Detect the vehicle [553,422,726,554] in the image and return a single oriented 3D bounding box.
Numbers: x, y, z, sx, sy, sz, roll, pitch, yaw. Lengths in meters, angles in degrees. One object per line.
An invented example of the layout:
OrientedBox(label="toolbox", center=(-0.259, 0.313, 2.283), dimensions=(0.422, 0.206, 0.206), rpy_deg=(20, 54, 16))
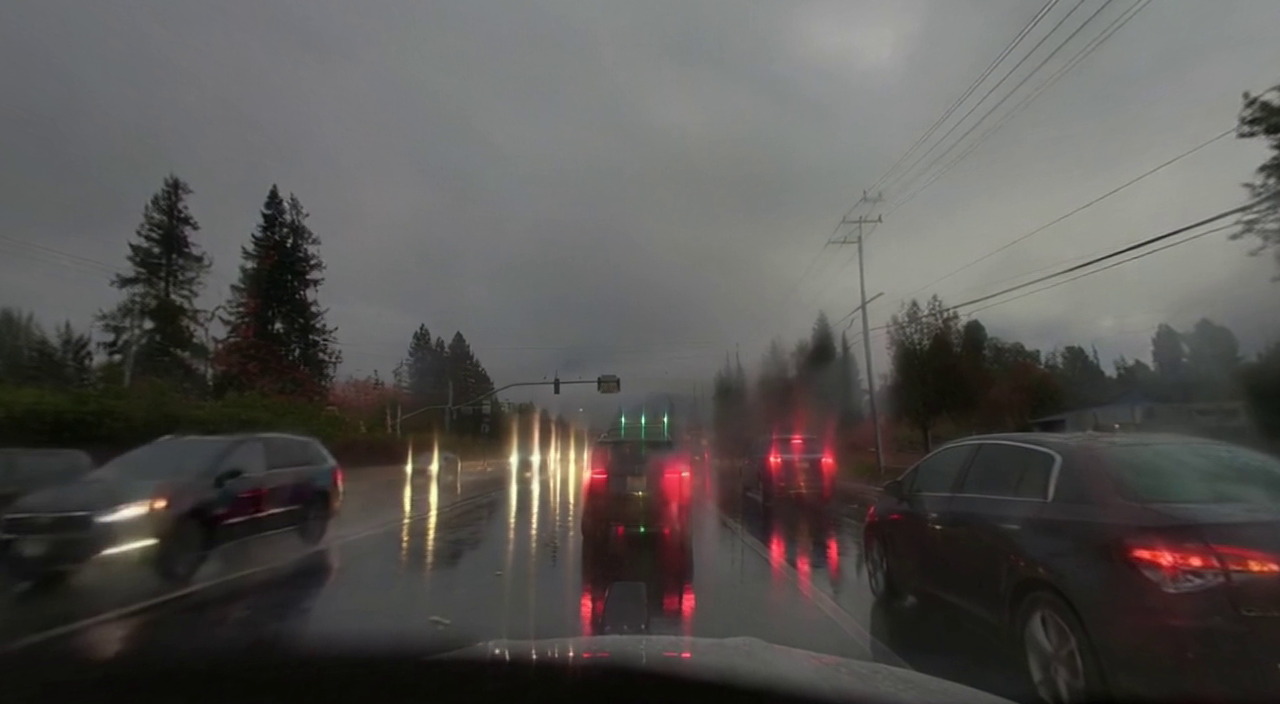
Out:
OrientedBox(label="vehicle", center=(0.012, 2.039, 10.144), dimensions=(2.200, 1.653, 4.127), rpy_deg=(0, -8, 1))

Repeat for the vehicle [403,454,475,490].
OrientedBox(label="vehicle", center=(-9.251, 5.539, 29.370), dimensions=(1.854, 1.459, 4.288), rpy_deg=(0, -8, 1))

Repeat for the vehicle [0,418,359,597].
OrientedBox(label="vehicle", center=(-6.376, 1.999, 9.129), dimensions=(2.328, 1.861, 4.891), rpy_deg=(0, -8, 0))

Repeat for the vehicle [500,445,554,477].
OrientedBox(label="vehicle", center=(-6.464, 6.256, 36.527), dimensions=(2.218, 1.722, 4.397), rpy_deg=(0, -8, 1))

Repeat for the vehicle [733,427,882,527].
OrientedBox(label="vehicle", center=(3.192, 2.454, 12.955), dimensions=(1.914, 1.698, 4.049), rpy_deg=(0, -8, 0))

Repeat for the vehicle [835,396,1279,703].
OrientedBox(label="vehicle", center=(2.867, 1.181, 3.943), dimensions=(1.950, 1.487, 4.275), rpy_deg=(0, -8, 0))
